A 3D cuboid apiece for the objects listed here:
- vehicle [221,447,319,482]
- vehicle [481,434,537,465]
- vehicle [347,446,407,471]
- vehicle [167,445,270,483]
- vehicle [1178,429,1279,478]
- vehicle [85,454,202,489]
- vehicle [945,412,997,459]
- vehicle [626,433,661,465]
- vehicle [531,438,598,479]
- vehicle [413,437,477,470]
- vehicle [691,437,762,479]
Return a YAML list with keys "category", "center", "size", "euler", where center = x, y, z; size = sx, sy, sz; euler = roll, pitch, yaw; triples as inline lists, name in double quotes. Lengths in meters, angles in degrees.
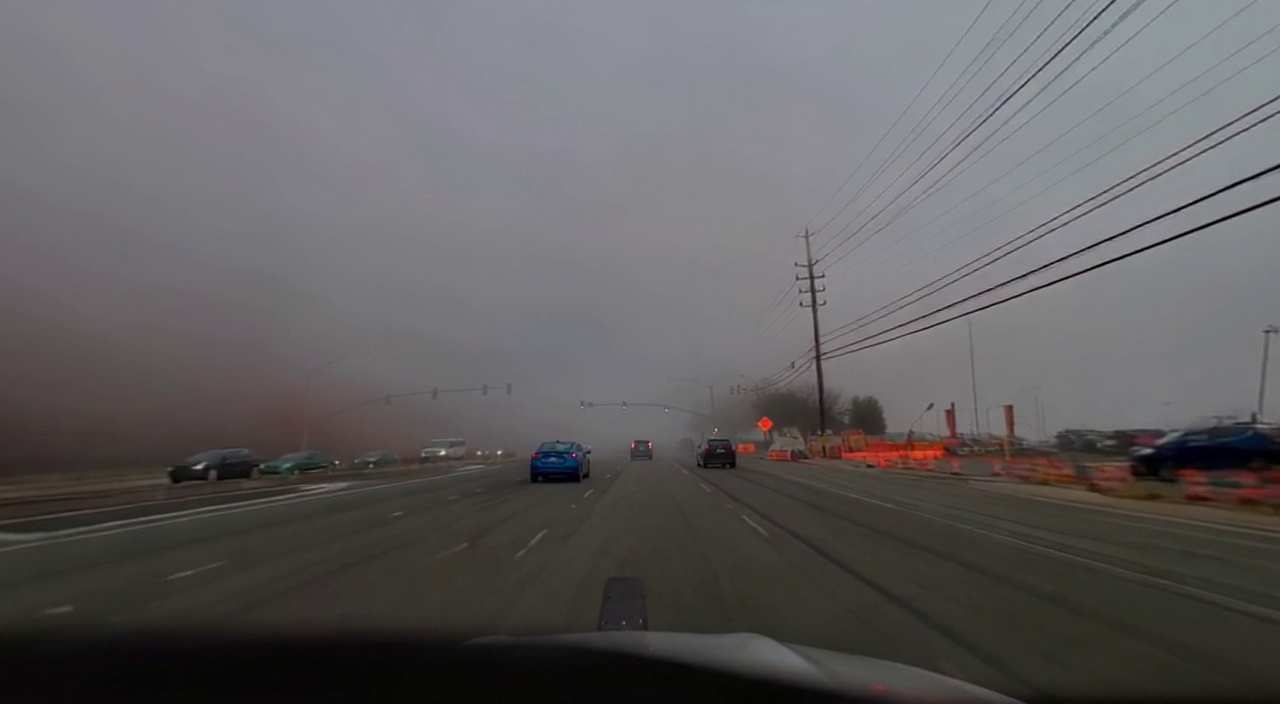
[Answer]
- category: "vehicle"
  center: [-17.492, 5.319, 30.096]
  size: [1.813, 1.513, 4.457]
  euler: [0, -8, 2]
- category: "vehicle"
  center: [-8.926, 6.701, 43.615]
  size: [2.392, 2.012, 5.727]
  euler: [0, -8, 2]
- category: "vehicle"
  center: [-17.183, 6.961, 41.408]
  size: [1.911, 1.509, 4.406]
  euler: [0, -8, 2]
- category: "vehicle"
  center: [-21.160, 5.625, 31.964]
  size: [1.977, 1.760, 4.569]
  euler: [0, -8, 1]
- category: "vehicle"
  center: [20.163, 3.441, 21.657]
  size: [1.928, 1.466, 4.677]
  euler: [-5, -10, 33]
- category: "vehicle"
  center: [-24.471, 5.874, 31.352]
  size: [1.899, 1.472, 4.745]
  euler: [0, -8, 0]
- category: "vehicle"
  center: [25.769, 6.366, 48.829]
  size: [2.825, 3.296, 8.344]
  euler: [-3, -7, 32]
- category: "vehicle"
  center: [0.222, 6.035, 39.323]
  size: [2.060, 1.845, 4.151]
  euler: [0, -8, 0]
- category: "vehicle"
  center: [-2.969, 4.320, 25.914]
  size: [2.087, 1.480, 4.825]
  euler: [0, -8, 1]
- category: "vehicle"
  center: [-9.646, 5.041, 31.426]
  size: [1.774, 1.535, 3.828]
  euler: [0, -8, 3]
- category: "vehicle"
  center: [3.285, 4.142, 24.969]
  size: [2.142, 1.475, 4.565]
  euler: [0, -8, 0]
